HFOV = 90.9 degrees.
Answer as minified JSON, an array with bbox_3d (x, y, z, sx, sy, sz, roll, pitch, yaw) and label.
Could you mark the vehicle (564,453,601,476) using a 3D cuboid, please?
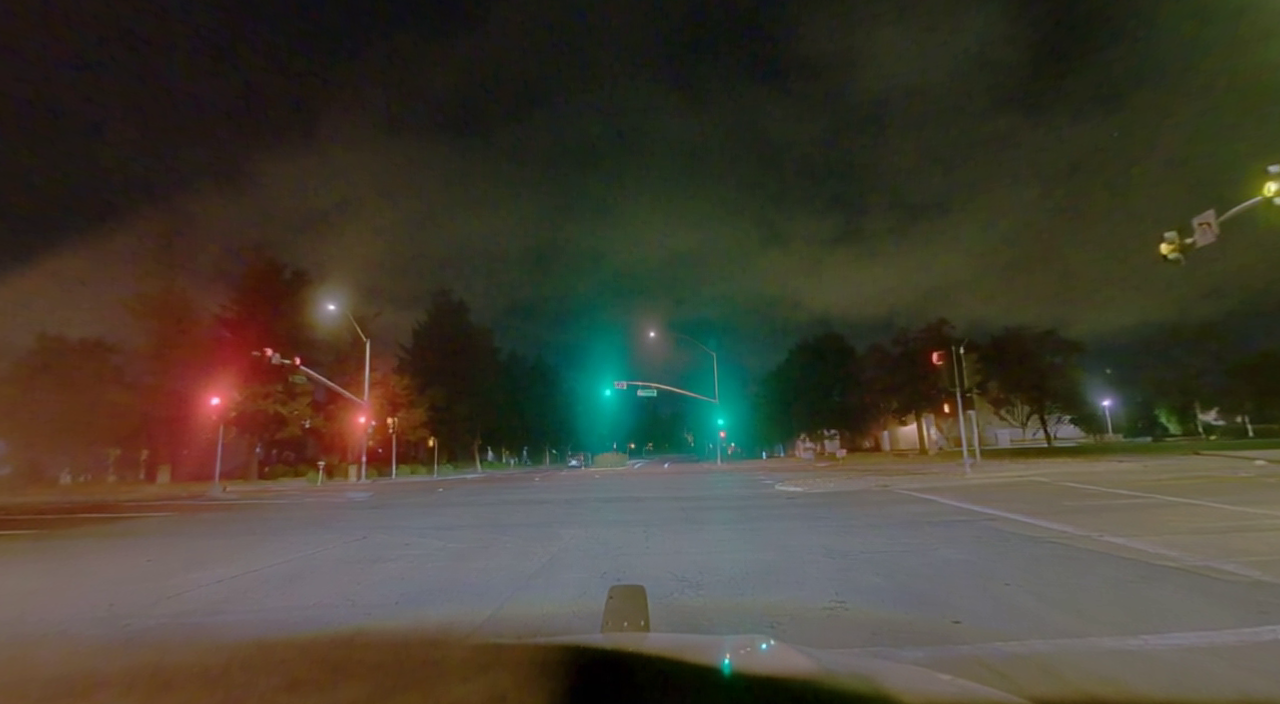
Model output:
[{"bbox_3d":[-4.457,8.849,49.831,2.030,1.704,4.205,-1,-8,7],"label":"vehicle"}]
